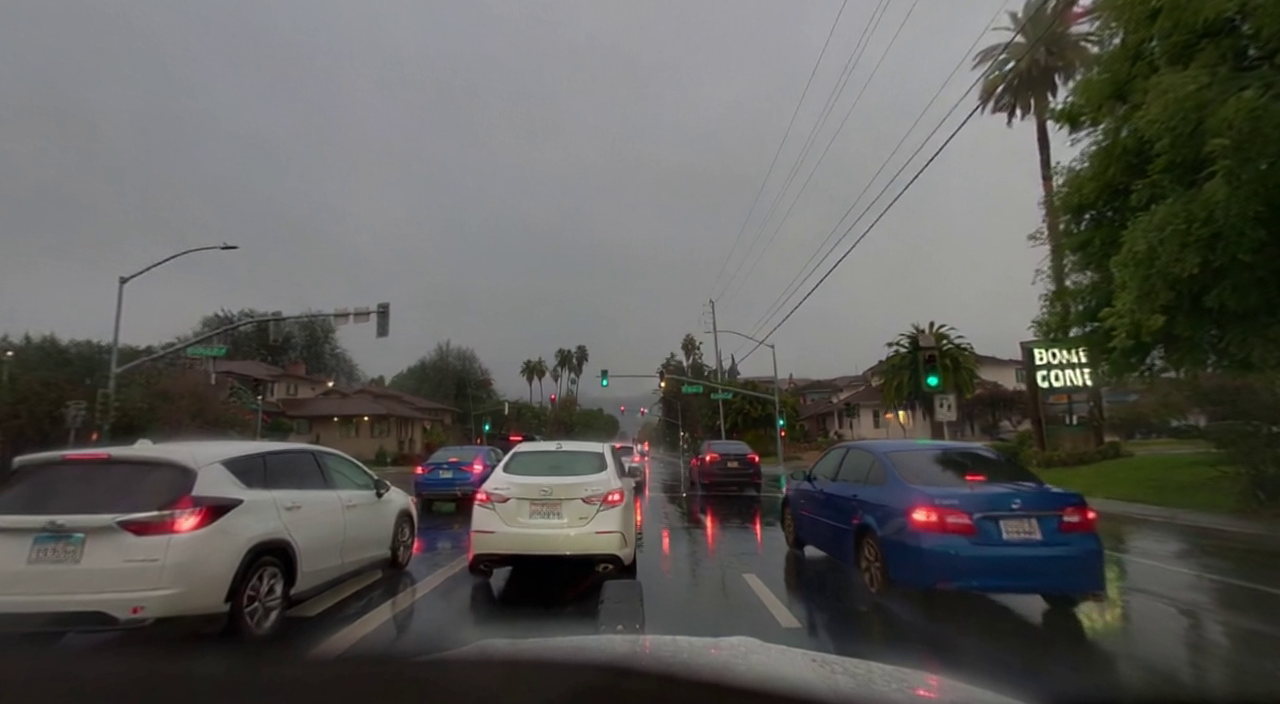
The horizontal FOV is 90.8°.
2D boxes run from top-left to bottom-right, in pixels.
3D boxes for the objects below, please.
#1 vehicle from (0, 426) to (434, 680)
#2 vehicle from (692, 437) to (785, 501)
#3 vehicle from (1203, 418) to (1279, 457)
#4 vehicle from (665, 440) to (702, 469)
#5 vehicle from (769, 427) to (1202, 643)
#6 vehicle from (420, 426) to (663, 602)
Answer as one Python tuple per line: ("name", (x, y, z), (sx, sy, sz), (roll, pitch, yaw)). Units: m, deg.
("vehicle", (-3.688, 1.520, 6.018), (2.058, 1.474, 4.473), (0, -8, -2))
("vehicle", (2.709, 3.324, 18.395), (1.956, 1.615, 4.205), (0, -8, -1))
("vehicle", (28.686, 3.873, 28.384), (4.517, 1.695, 1.953), (-2, -9, 12))
("vehicle", (2.839, 6.771, 41.953), (2.063, 1.750, 4.410), (0, -8, -1))
("vehicle", (2.824, 1.577, 6.553), (2.014, 1.464, 4.312), (0, -8, 0))
("vehicle", (-0.894, 1.696, 7.474), (2.104, 1.500, 3.815), (0, -8, -1))
